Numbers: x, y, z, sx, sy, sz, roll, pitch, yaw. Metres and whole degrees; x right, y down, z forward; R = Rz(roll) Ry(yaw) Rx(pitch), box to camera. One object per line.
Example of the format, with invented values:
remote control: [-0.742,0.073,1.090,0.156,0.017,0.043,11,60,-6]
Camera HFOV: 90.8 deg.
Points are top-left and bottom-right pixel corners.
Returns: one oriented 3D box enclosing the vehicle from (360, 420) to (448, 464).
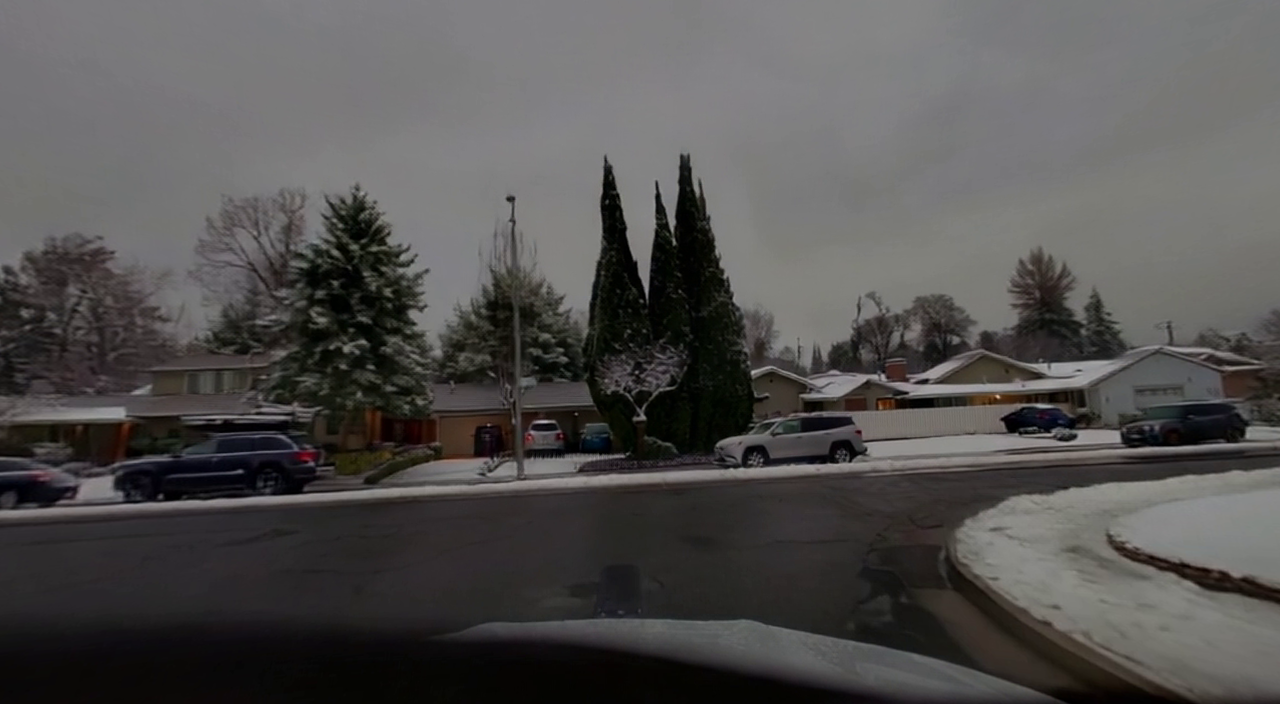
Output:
vehicle: [-12.210,4.642,32.454,2.307,2.043,5.475,7,-12,-41]

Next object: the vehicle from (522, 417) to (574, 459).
vehicle: [-4.891,4.456,32.848,2.278,1.969,5.533,1,-8,-12]

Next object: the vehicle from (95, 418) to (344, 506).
vehicle: [-11.820,3.097,18.290,5.419,2.292,2.272,1,-8,-11]

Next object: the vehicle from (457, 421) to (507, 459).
vehicle: [-8.593,4.853,34.532,2.391,1.894,5.075,1,-9,-13]

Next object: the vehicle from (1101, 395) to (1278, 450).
vehicle: [20.910,2.704,24.131,5.179,1.847,2.219,0,-10,-12]

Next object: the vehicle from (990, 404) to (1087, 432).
vehicle: [24.541,4.146,39.102,1.967,1.523,4.619,4,-10,-26]

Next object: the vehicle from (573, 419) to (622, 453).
vehicle: [-2.403,4.635,34.525,2.005,1.699,4.234,1,-9,-13]

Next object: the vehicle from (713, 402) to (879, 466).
vehicle: [5.136,2.798,21.264,4.919,1.969,2.104,2,-9,-8]
